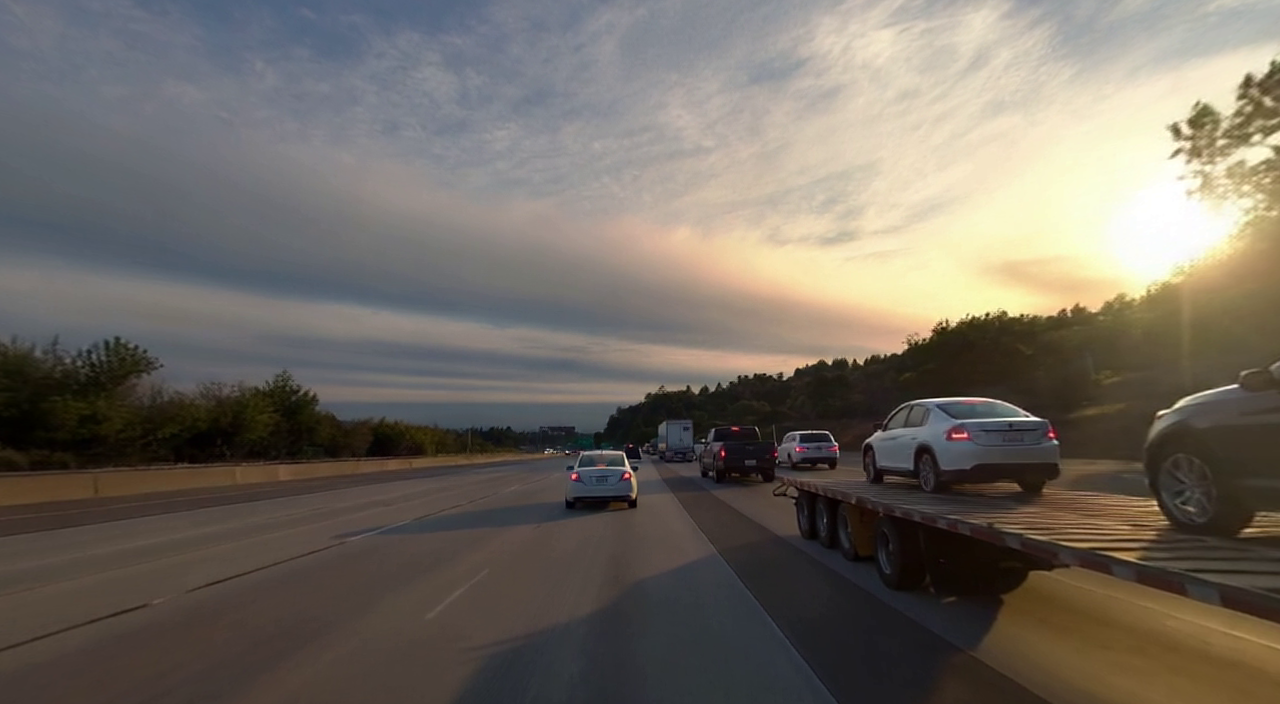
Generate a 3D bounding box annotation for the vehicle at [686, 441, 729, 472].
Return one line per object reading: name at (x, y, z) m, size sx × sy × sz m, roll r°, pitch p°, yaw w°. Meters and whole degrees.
vehicle at (3.795, 5.996, 36.187) m, size 1.938 × 1.660 × 4.223 m, roll 0°, pitch -9°, yaw -1°

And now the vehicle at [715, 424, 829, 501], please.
vehicle at (3.534, 3.078, 17.749) m, size 2.303 × 1.889 × 3.920 m, roll 0°, pitch -9°, yaw -1°

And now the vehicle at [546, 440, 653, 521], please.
vehicle at (-0.738, 2.684, 13.588) m, size 1.991 × 1.466 × 3.675 m, roll 0°, pitch -9°, yaw 0°

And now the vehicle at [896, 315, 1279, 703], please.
vehicle at (3.457, 0.963, 3.751) m, size 1.959 × 1.783 × 4.407 m, roll 0°, pitch -9°, yaw 0°
